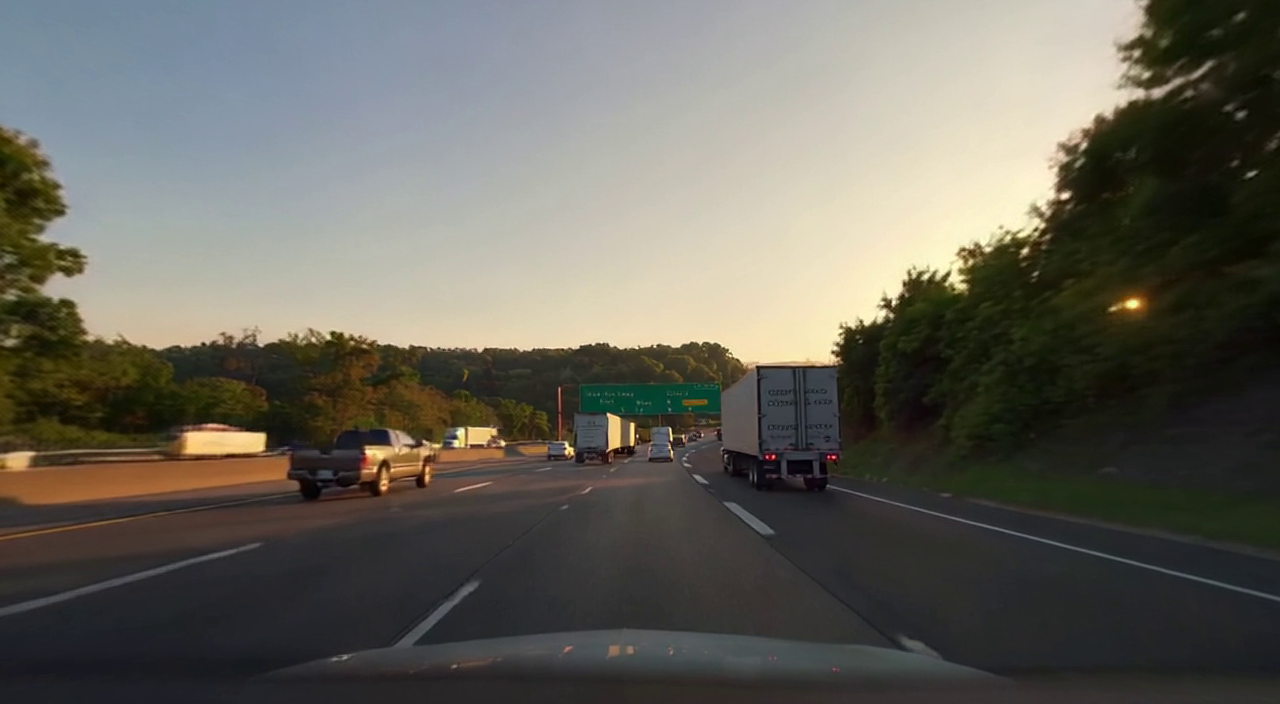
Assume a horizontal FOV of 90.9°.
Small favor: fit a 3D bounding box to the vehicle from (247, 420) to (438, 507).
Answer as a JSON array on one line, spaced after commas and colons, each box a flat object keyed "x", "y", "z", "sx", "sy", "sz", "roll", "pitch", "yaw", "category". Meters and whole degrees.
[{"x": -7.225, "y": 2.792, "z": 16.178, "sx": 2.272, "sy": 1.850, "sz": 5.156, "roll": 0, "pitch": -8, "yaw": 1, "category": "vehicle"}]

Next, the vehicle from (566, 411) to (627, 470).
[{"x": -2.428, "y": 5.329, "z": 37.864, "sx": 2.745, "sy": 3.156, "sz": 7.608, "roll": 0, "pitch": -8, "yaw": 3, "category": "vehicle"}]

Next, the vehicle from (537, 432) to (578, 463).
[{"x": -6.337, "y": 7.430, "z": 49.105, "sx": 2.322, "sy": 2.195, "sz": 5.556, "roll": 0, "pitch": -9, "yaw": 2, "category": "vehicle"}]

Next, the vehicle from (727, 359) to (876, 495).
[{"x": 4.652, "y": 2.467, "z": 20.044, "sx": 2.895, "sy": 3.484, "sz": 7.631, "roll": 0, "pitch": -8, "yaw": 2, "category": "vehicle"}]

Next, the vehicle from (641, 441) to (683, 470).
[{"x": 1.196, "y": 5.624, "z": 34.464, "sx": 2.105, "sy": 1.502, "sz": 4.068, "roll": 0, "pitch": -9, "yaw": 2, "category": "vehicle"}]
